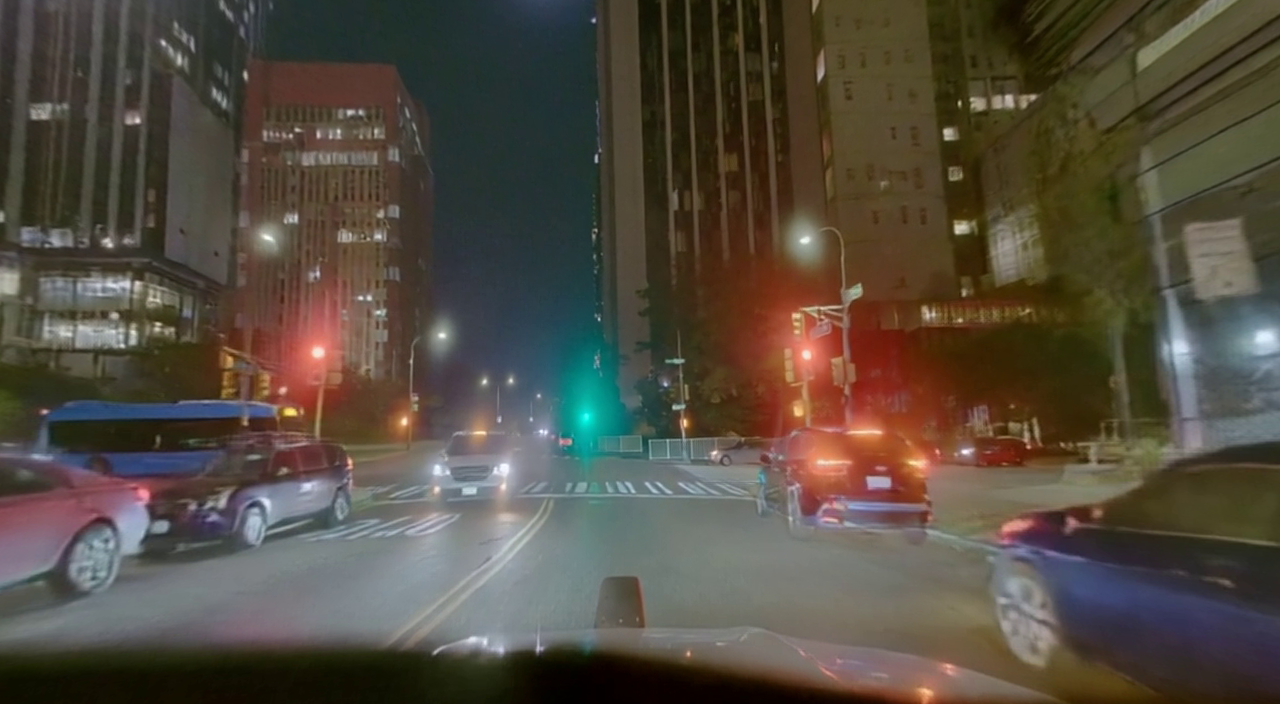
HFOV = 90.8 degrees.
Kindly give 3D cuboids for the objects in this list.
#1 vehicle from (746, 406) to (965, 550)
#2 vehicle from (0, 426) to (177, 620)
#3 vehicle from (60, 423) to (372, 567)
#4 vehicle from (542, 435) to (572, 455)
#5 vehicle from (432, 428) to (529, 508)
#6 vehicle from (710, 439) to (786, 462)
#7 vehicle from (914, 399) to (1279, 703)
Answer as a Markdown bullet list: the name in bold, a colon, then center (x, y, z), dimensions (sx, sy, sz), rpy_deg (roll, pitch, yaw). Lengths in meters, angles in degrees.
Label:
- **vehicle**: center (3.328, 2.091, 11.016), dimensions (2.052, 1.929, 4.747), rpy_deg (0, -9, -1)
- **vehicle**: center (-6.823, 1.596, 5.900), dimensions (1.893, 1.758, 4.019), rpy_deg (-1, -9, 0)
- **vehicle**: center (-6.766, 2.315, 11.024), dimensions (2.132, 1.801, 4.885), rpy_deg (-3, -9, -1)
- **vehicle**: center (-6.364, 7.219, 48.976), dimensions (1.799, 1.468, 3.693), rpy_deg (-1, -9, 0)
- **vehicle**: center (-4.483, 3.093, 17.211), dimensions (2.148, 1.818, 4.791), rpy_deg (3, -10, -18)
- **vehicle**: center (6.756, 6.224, 39.885), dimensions (4.451, 1.422, 1.744), rpy_deg (0, -9, -1)
- **vehicle**: center (3.119, 0.919, 2.235), dimensions (2.032, 1.474, 4.795), rpy_deg (0, -9, -1)
